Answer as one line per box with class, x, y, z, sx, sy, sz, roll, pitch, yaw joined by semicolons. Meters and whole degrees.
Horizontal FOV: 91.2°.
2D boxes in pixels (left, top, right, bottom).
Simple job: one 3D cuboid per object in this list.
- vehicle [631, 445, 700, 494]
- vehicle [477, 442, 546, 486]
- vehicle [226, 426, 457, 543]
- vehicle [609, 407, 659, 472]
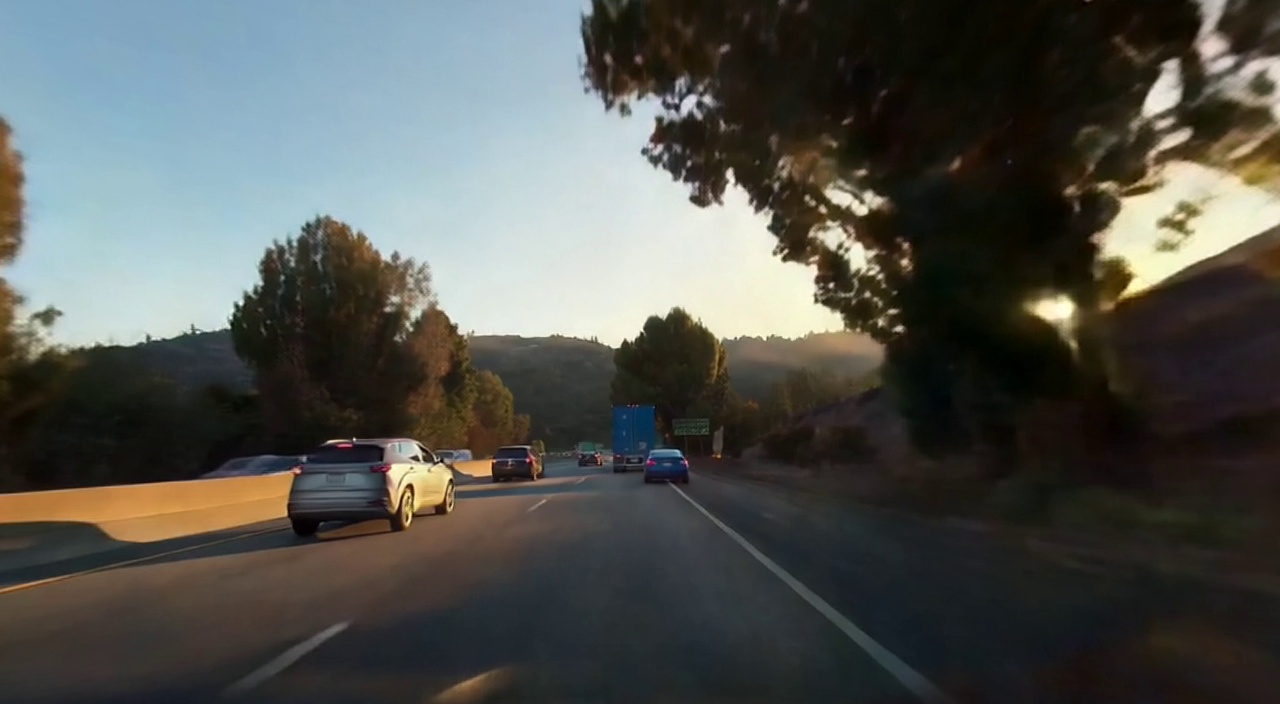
vehicle;0.759;3.907;21.207;2.026;1.489;4.045;0;-9;-2
vehicle;-5.211;4.606;26.028;2.035;1.664;4.064;0;-9;-1
vehicle;-4.944;2.247;11.210;2.100;1.671;4.105;0;-9;0
vehicle;-0.620;6.330;44.915;3.113;4.066;10.786;0;-9;-3
